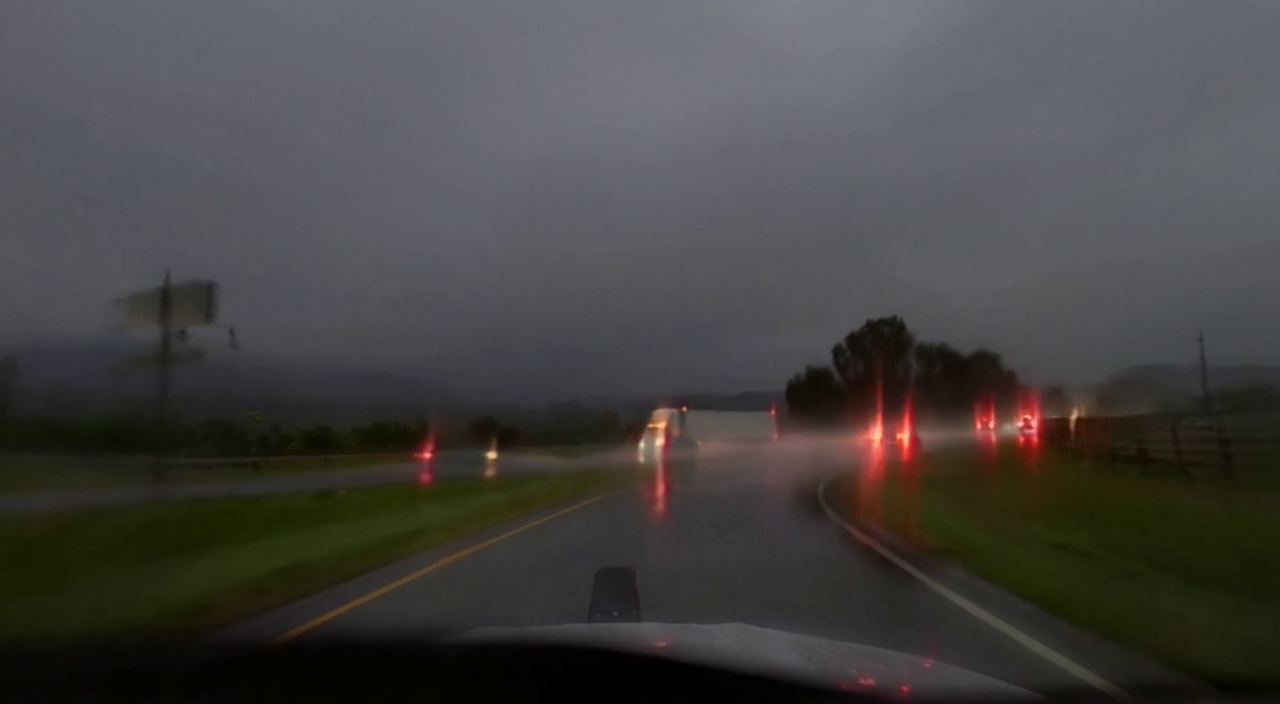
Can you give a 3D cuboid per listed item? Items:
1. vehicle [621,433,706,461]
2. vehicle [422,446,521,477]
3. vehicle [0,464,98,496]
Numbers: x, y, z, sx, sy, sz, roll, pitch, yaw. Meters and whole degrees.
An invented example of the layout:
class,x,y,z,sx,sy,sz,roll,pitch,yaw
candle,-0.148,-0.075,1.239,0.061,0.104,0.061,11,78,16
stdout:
class,x,y,z,sx,sy,sz,roll,pitch,yaw
vehicle,1.446,5.670,37.697,4.843,1.579,2.135,6,-11,-38
vehicle,-9.097,5.907,34.273,4.819,1.496,1.923,6,-11,-39
vehicle,-30.676,6.605,32.736,3.568,1.400,1.711,6,-11,-39
